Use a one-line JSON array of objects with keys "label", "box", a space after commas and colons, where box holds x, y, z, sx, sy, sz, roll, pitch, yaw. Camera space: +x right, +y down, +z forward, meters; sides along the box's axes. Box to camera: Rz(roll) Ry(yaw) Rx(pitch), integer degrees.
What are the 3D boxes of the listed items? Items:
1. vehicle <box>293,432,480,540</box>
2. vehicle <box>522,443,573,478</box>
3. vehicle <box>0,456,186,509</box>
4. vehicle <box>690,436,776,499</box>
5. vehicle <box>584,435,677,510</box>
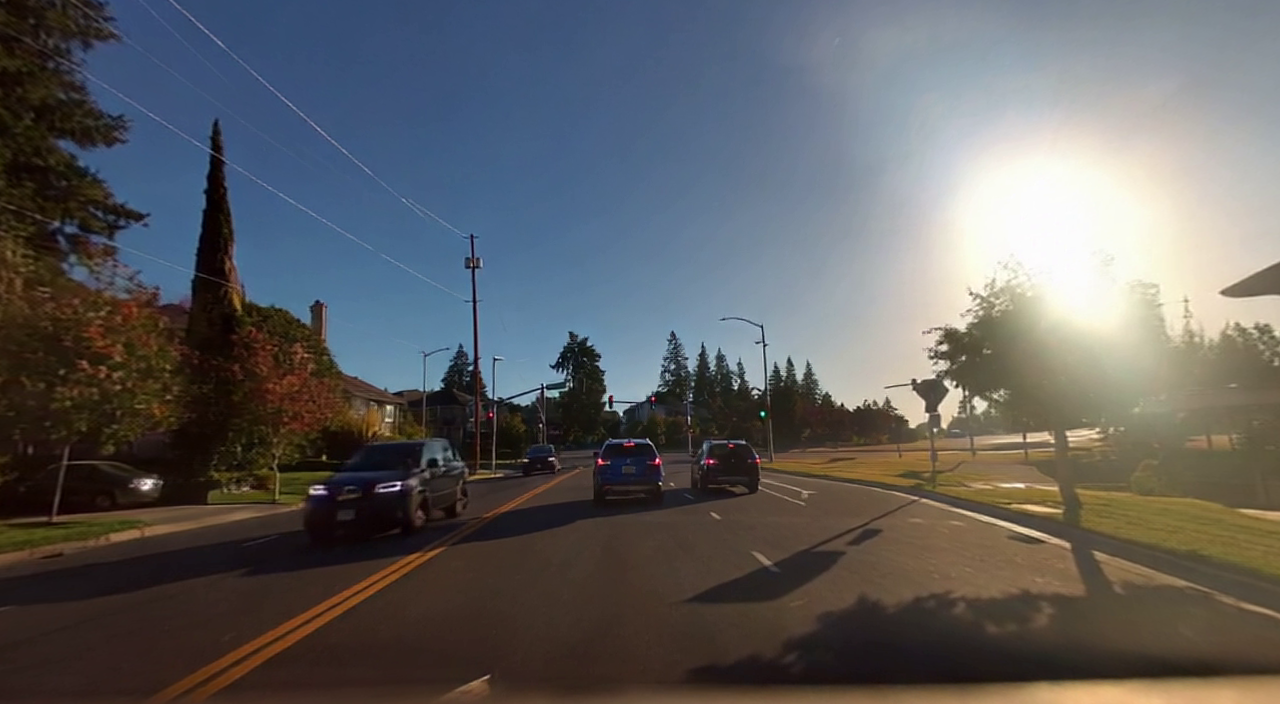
[{"label": "vehicle", "box": [-4.645, 2.477, 12.292, 2.063, 1.727, 3.923, 0, -8, -1]}, {"label": "vehicle", "box": [-5.274, 6.263, 36.714, 2.197, 1.882, 4.973, 0, -8, 0]}, {"label": "vehicle", "box": [-16.523, 3.889, 18.935, 4.245, 1.446, 1.827, 0, -8, -2]}, {"label": "vehicle", "box": [2.798, 3.588, 19.979, 1.967, 1.756, 4.281, 0, -8, -1]}, {"label": "vehicle", "box": [-0.243, 3.072, 16.586, 2.151, 1.695, 4.100, 0, -8, -1]}]
